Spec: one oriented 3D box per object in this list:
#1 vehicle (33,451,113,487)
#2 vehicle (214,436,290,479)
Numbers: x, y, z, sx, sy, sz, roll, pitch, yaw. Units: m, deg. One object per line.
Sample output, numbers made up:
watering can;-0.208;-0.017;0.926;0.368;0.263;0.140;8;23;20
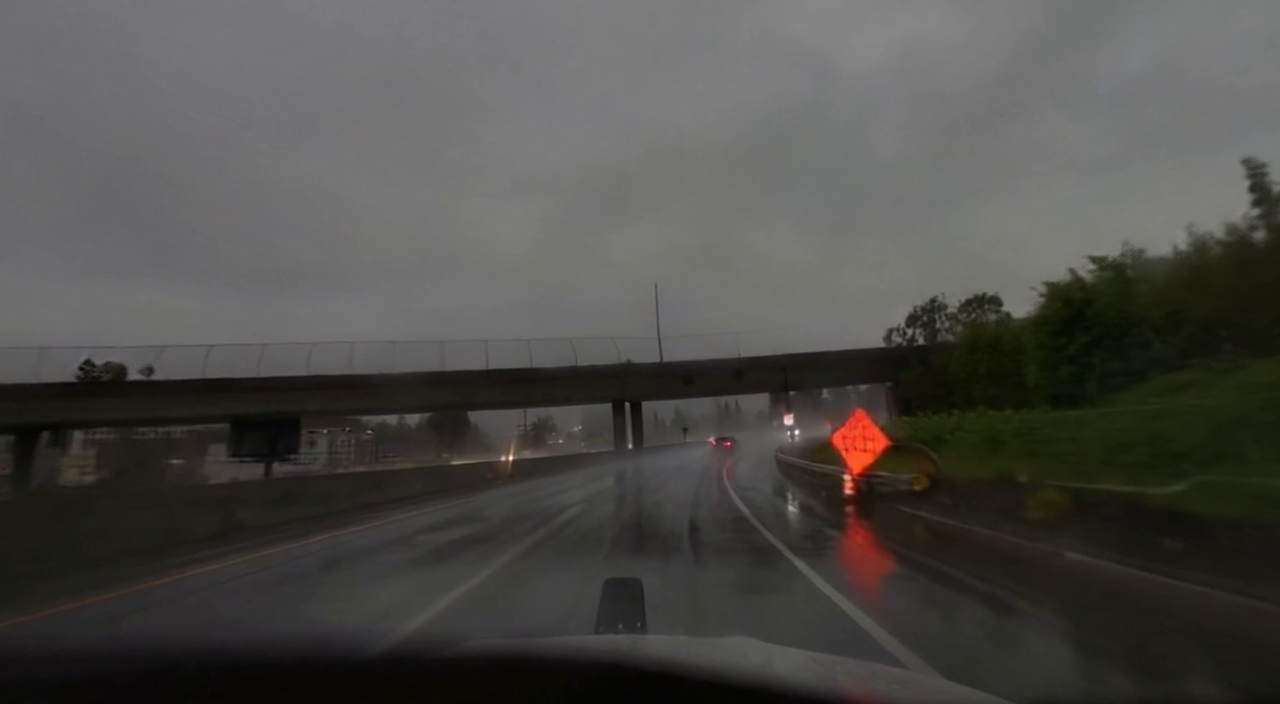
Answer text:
vehicle;-31.973;6.544;35.657;1.878;1.761;4.049;3;-8;-20
vehicle;-29.533;7.995;48.176;3.208;3.081;4.948;1;-9;-10
